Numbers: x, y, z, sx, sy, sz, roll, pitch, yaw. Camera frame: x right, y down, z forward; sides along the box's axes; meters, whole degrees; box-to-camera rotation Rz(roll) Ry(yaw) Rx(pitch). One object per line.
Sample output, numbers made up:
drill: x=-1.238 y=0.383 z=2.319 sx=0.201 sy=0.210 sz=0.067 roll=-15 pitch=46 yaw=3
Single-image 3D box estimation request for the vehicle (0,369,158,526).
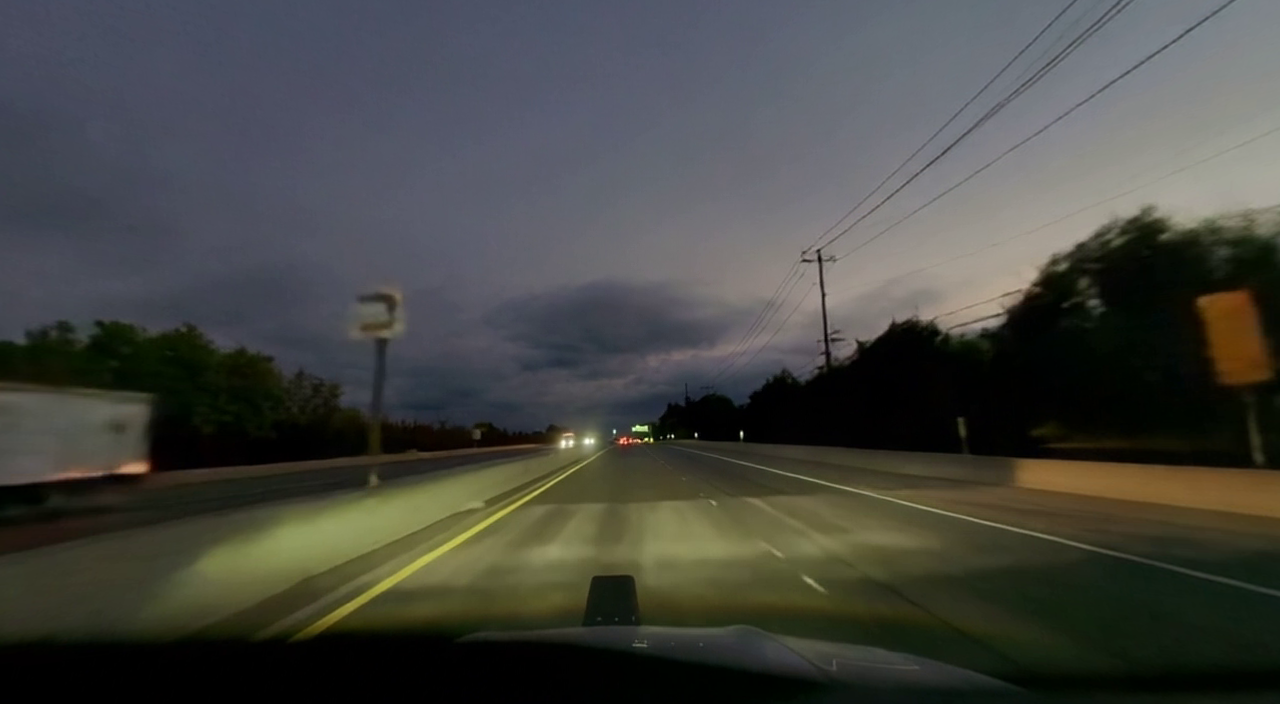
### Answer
vehicle: x=-13.108 y=1.805 z=11.925 sx=2.579 sy=2.887 sz=6.759 roll=0 pitch=-8 yaw=0
